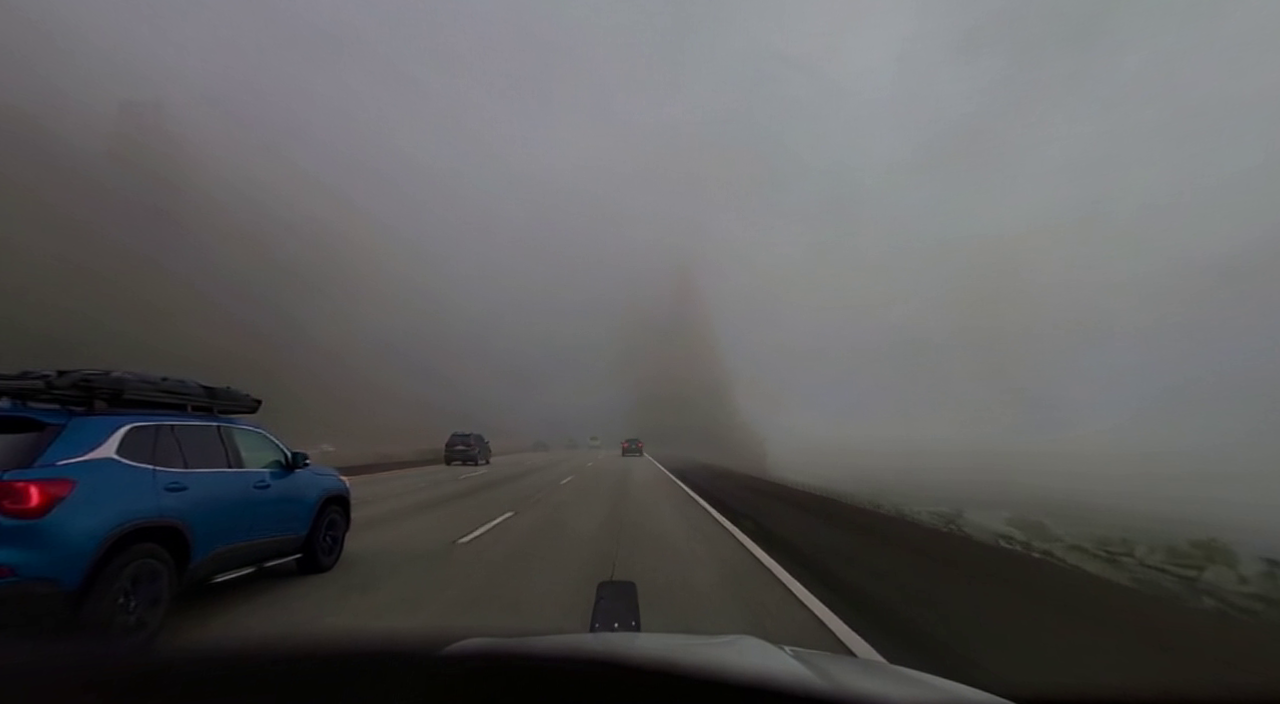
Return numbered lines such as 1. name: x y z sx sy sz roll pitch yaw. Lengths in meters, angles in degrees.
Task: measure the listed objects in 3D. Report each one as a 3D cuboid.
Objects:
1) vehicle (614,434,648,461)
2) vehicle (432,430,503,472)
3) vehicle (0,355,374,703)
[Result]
1. vehicle: -0.603 6.406 42.514 2.178 1.658 3.916 0 -8 -1
2. vehicle: -7.718 4.461 28.713 1.964 1.745 4.338 0 -8 1
3. vehicle: -4.242 1.171 5.198 2.069 1.748 4.652 0 -8 0
